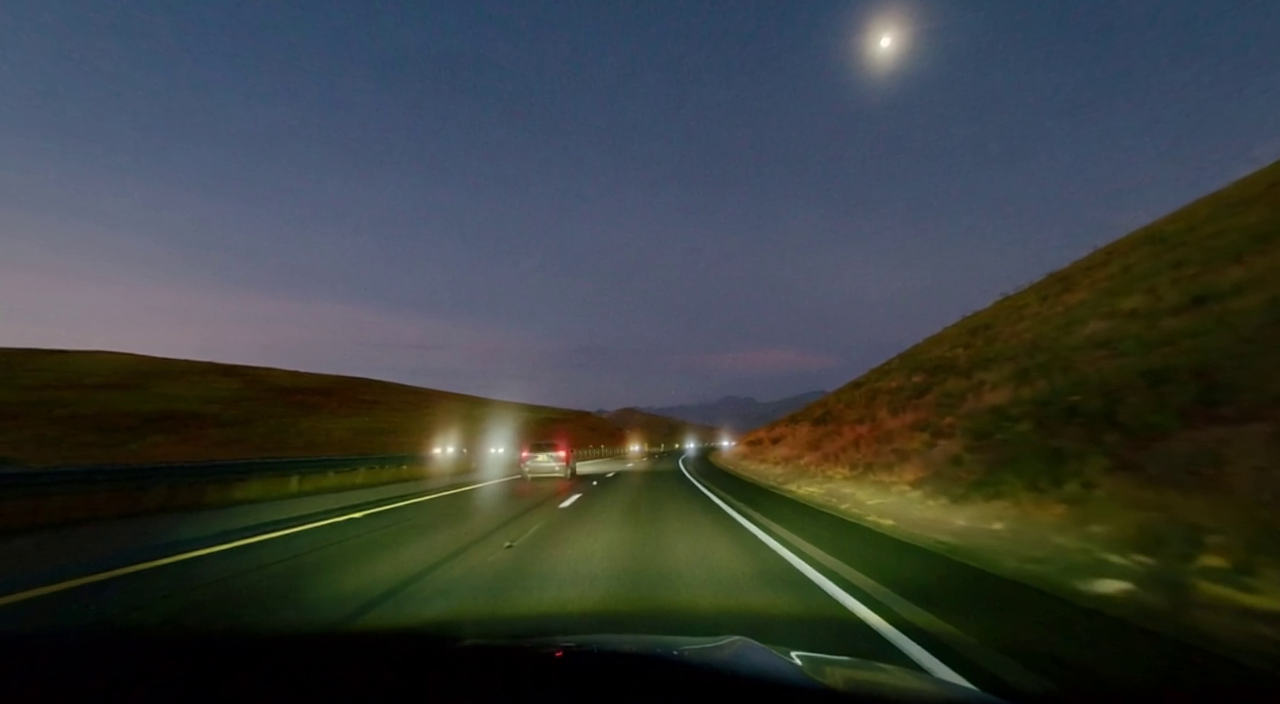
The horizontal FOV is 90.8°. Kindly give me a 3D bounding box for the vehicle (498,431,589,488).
[{"bbox_3d":[-3.183,3.684,21.938,2.252,1.743,4.560,0,-8,2],"label":"vehicle"}]
